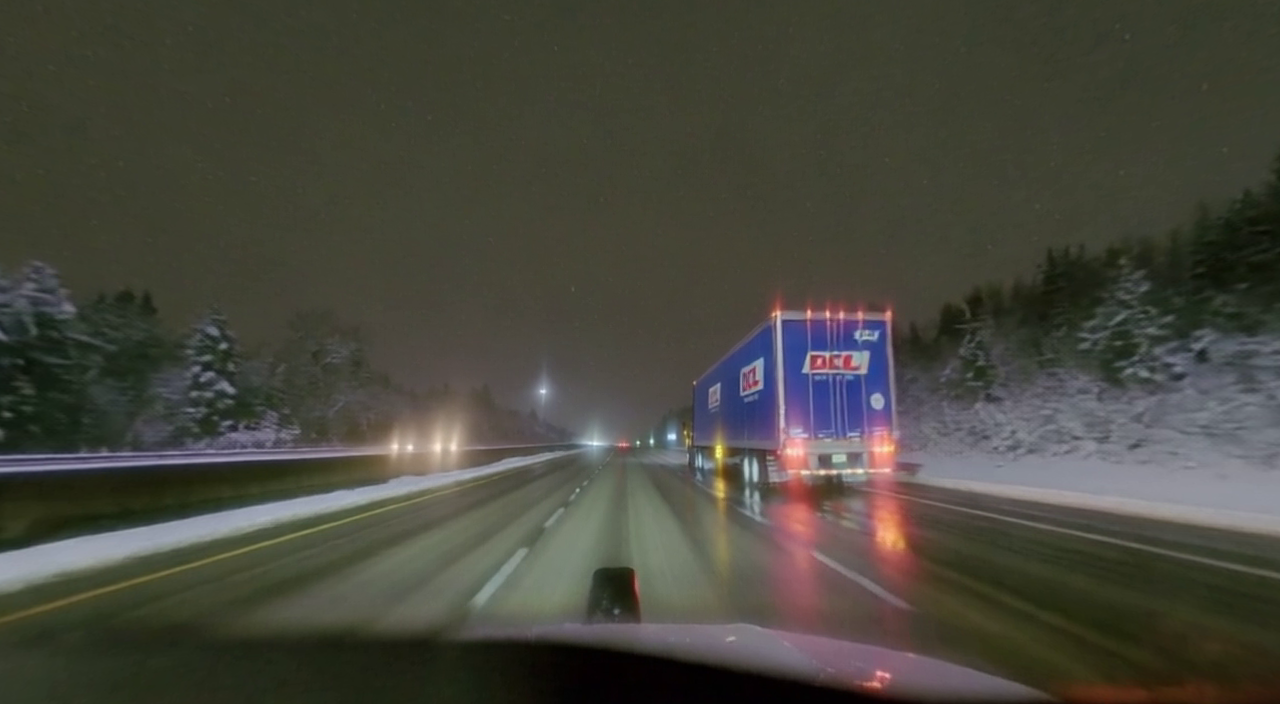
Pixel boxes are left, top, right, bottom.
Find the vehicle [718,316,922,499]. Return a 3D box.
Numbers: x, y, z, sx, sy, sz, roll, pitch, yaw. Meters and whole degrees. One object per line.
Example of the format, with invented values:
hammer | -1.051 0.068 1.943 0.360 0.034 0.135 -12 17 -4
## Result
vehicle | 4.329 1.729 17.583 2.880 3.918 8.254 0 -8 -2
